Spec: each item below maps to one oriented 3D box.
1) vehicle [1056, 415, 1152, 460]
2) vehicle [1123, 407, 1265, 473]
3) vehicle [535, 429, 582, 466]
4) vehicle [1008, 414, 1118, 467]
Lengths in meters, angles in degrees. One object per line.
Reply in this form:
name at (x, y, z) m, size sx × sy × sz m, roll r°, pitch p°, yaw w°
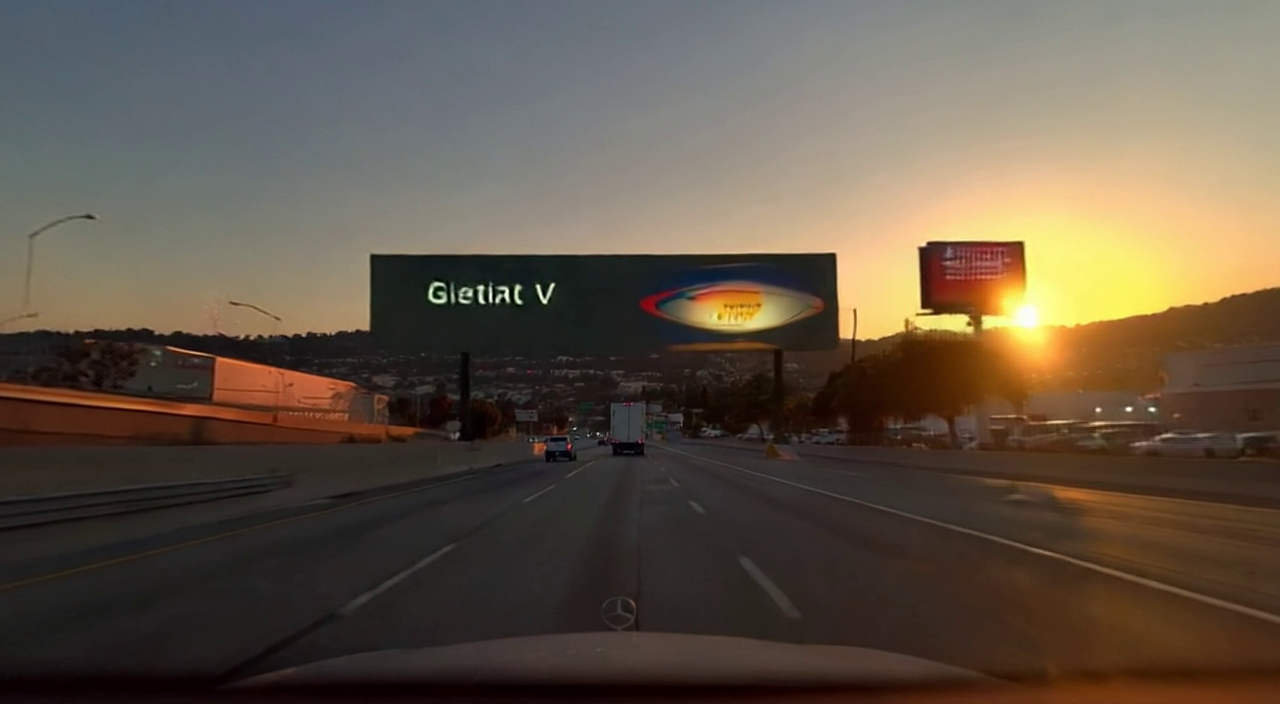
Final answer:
vehicle at (31.266, 5.736, 42.559) m, size 5.465 × 2.735 × 3.004 m, roll 3°, pitch -9°, yaw -30°
vehicle at (32.477, 5.121, 36.960) m, size 8.507 × 3.424 × 3.443 m, roll 4°, pitch -9°, yaw -30°
vehicle at (-4.567, 5.457, 36.217) m, size 2.095 × 1.930 × 4.680 m, roll 0°, pitch -8°, yaw 0°
vehicle at (32.479, 6.768, 48.486) m, size 8.295 × 3.754 × 2.807 m, roll 3°, pitch -9°, yaw -24°
